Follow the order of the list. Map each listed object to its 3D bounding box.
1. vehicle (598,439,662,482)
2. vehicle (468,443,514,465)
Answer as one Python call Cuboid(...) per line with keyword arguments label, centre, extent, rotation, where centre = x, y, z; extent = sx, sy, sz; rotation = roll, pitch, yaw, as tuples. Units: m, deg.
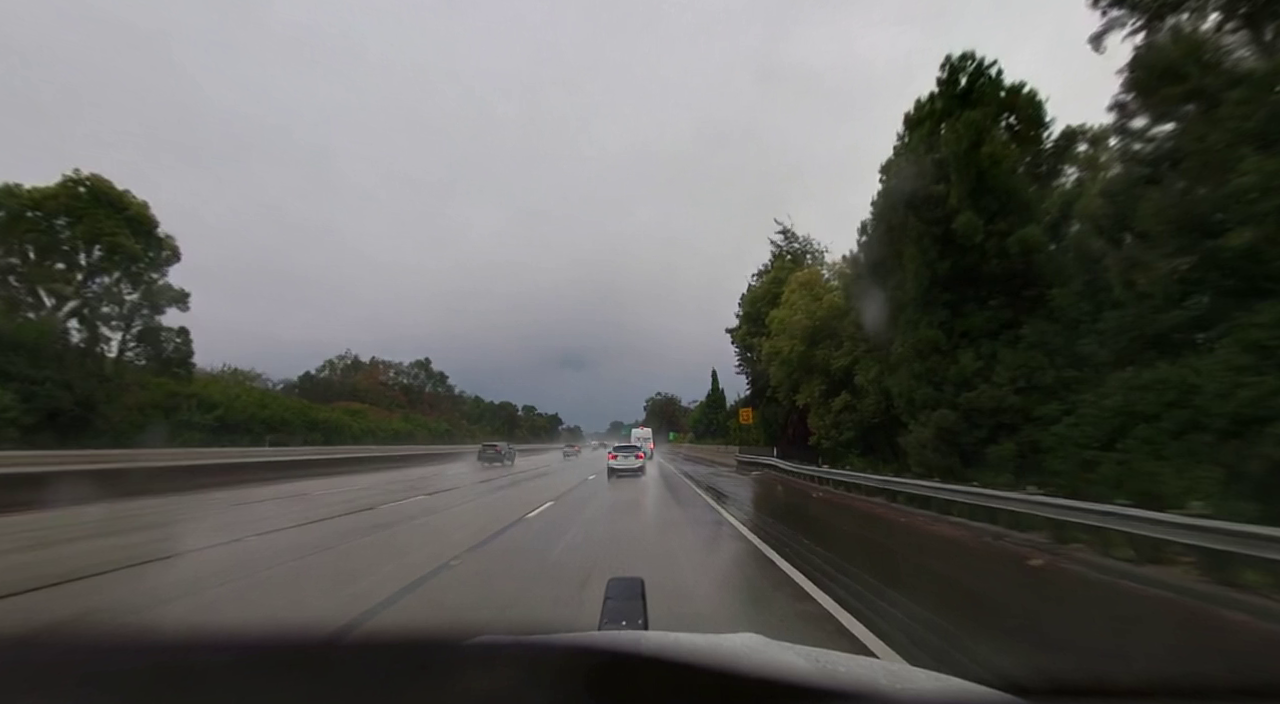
Cuboid(label="vehicle", centre=(-0.332, 4.082, 23.952), extent=(2.238, 1.479, 3.672), rotation=(0, -9, 0))
Cuboid(label="vehicle", centre=(-10.864, 7.466, 46.337), extent=(2.152, 1.496, 4.523), rotation=(0, -9, 1))
